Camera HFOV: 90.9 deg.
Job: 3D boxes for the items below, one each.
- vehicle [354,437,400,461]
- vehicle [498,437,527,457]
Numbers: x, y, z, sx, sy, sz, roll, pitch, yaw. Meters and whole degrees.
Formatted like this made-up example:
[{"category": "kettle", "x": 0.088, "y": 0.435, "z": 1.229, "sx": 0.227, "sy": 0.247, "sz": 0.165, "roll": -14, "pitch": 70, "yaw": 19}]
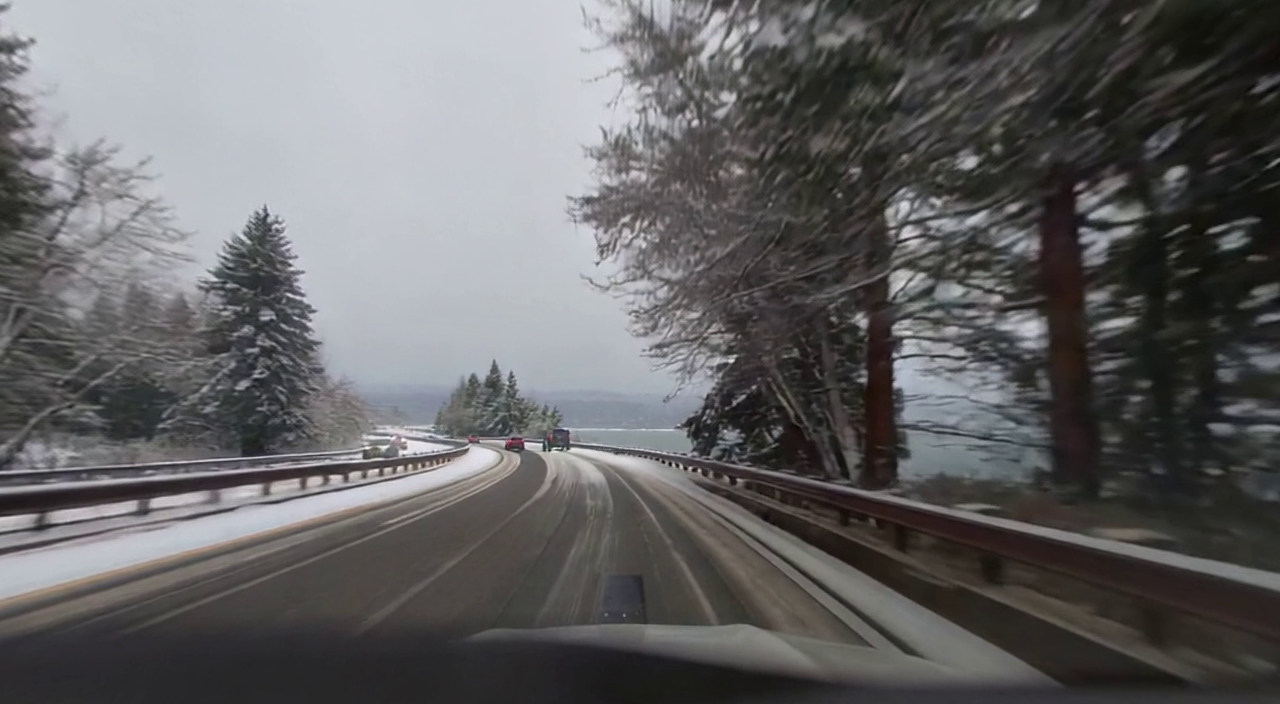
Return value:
[{"category": "vehicle", "x": -19.976, "y": 7.384, "z": 48.098, "sx": 2.331, "sy": 1.704, "sz": 4.213, "roll": 2, "pitch": -9, "yaw": -11}, {"category": "vehicle", "x": -10.012, "y": 7.466, "z": 49.421, "sx": 2.065, "sy": 1.466, "sz": 4.281, "roll": 2, "pitch": -9, "yaw": -13}]
